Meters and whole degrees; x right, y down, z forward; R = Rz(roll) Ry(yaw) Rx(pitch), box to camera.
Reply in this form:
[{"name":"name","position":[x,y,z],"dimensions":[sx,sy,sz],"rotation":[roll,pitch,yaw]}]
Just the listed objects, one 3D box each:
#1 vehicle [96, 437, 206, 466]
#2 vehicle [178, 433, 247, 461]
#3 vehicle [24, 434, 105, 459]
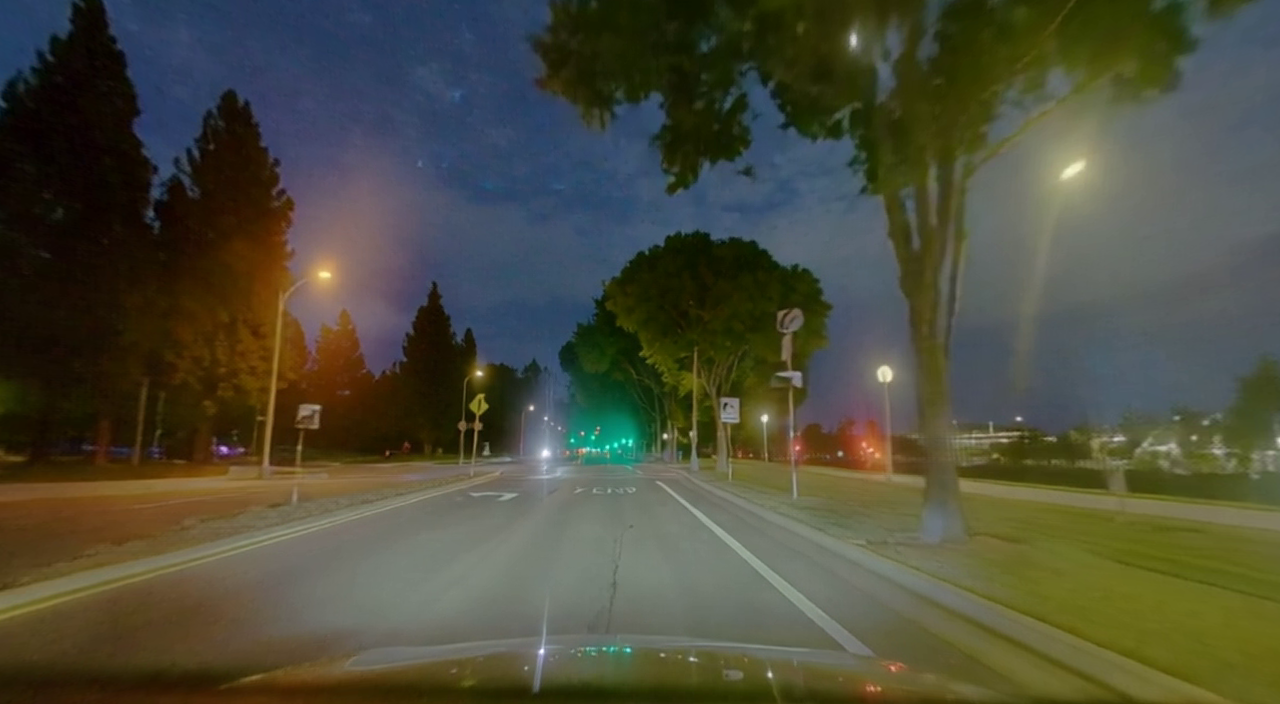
[{"name":"vehicle","position":[-26.994,5.481,34.983],"dimensions":[4.534,1.488,1.930],"rotation":[-1,-8,2]},{"name":"vehicle","position":[-29.409,6.563,43.644],"dimensions":[1.922,1.805,4.208],"rotation":[0,-8,-2]},{"name":"vehicle","position":[-39.450,6.493,43.453],"dimensions":[1.828,1.553,3.924],"rotation":[1,-8,0]}]
